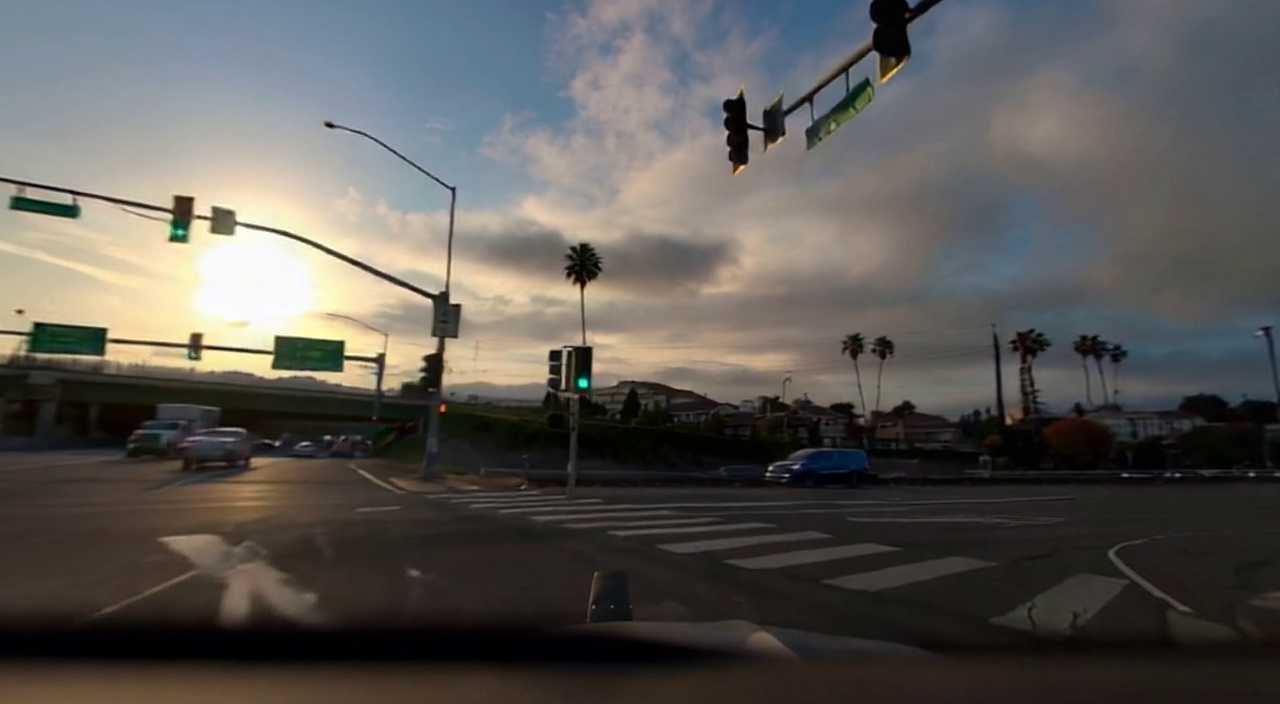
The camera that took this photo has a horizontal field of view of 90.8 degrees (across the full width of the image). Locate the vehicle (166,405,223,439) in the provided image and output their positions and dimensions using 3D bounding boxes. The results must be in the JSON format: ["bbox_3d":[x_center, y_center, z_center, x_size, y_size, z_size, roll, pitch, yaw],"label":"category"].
[{"bbox_3d":[-34.375,5.523,48.946,2.698,2.312,7.326,5,-10,-29],"label":"vehicle"}]
